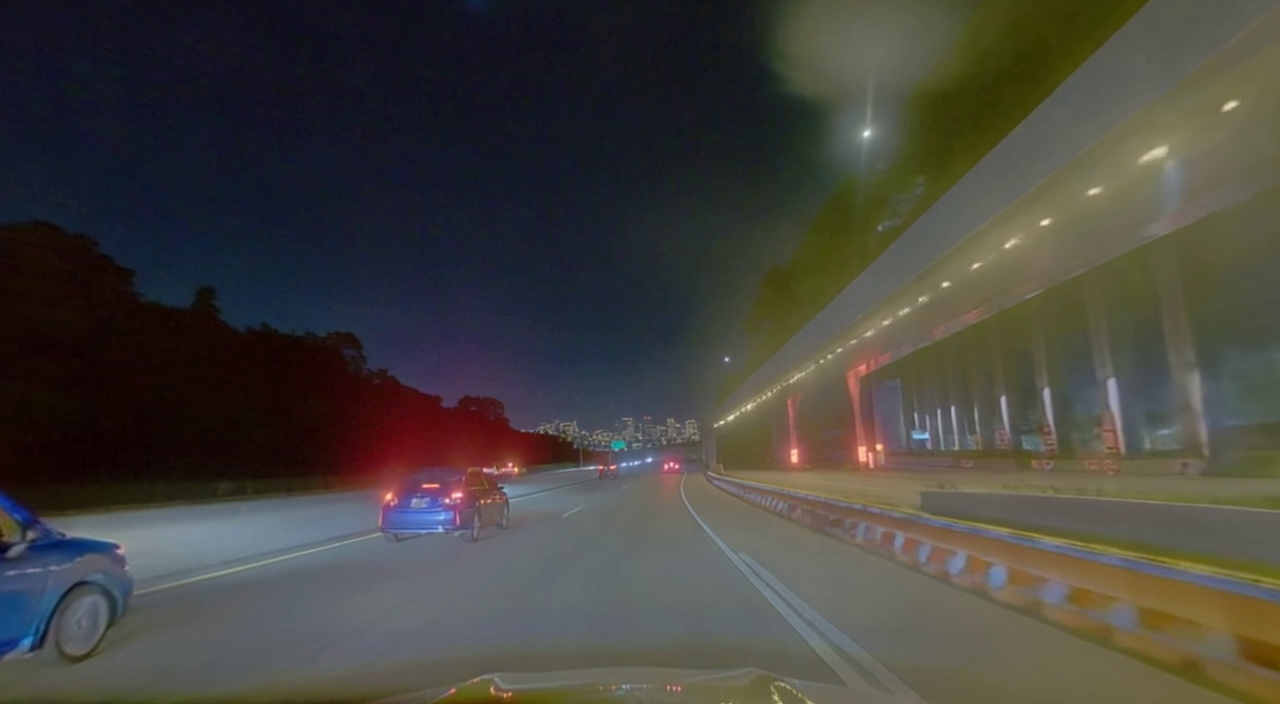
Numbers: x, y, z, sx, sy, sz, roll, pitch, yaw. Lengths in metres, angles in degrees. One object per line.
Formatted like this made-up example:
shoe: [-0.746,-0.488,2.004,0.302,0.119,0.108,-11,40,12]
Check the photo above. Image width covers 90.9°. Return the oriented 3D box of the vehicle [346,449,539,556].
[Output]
vehicle: [-3.126,2.495,10.902,1.992,1.466,3.690,0,-10,2]
